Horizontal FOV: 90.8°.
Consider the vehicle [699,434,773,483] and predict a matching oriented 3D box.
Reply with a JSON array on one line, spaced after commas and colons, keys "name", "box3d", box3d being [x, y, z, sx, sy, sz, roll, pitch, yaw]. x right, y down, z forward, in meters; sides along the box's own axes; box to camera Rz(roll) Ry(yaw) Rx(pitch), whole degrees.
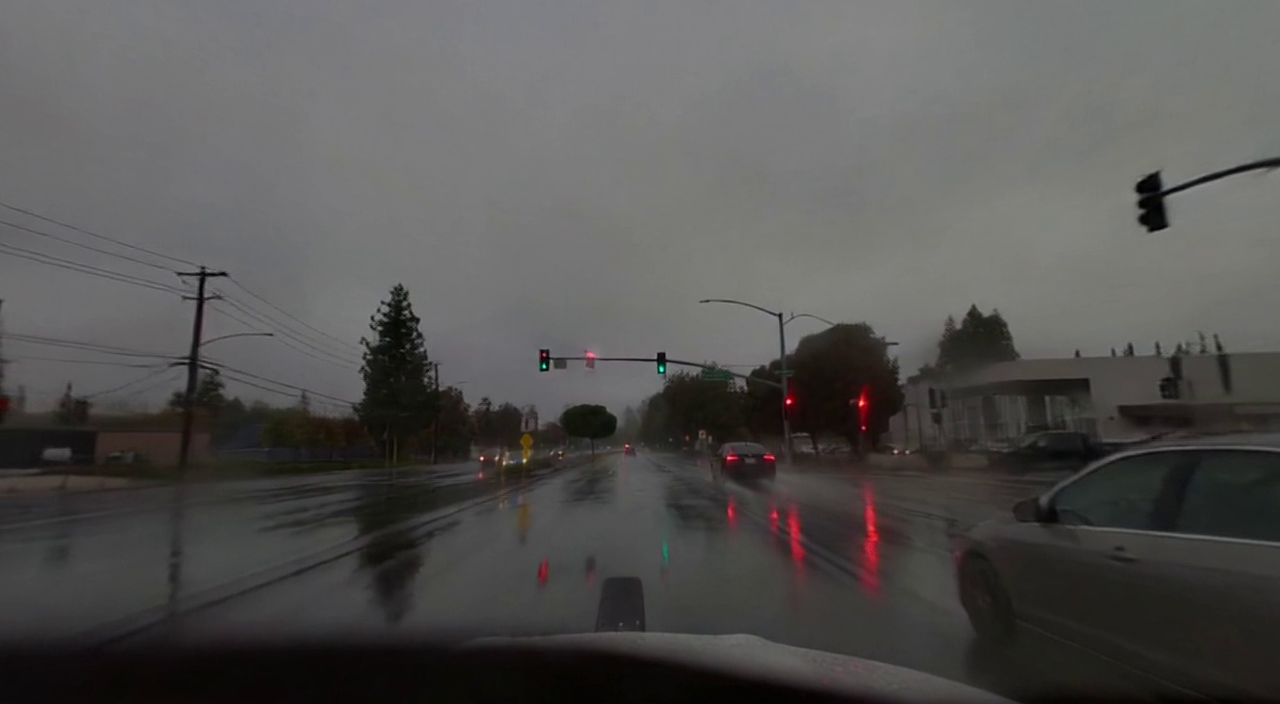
[{"name": "vehicle", "box3d": [3.628, 4.110, 24.671, 2.128, 1.699, 4.222, 0, -8, -1]}]

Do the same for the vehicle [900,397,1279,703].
[{"name": "vehicle", "box3d": [3.280, 1.038, 3.236, 2.004, 1.455, 4.417, 0, -8, 0]}]

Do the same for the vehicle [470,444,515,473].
[{"name": "vehicle", "box3d": [-9.097, 6.561, 39.324, 1.816, 1.478, 4.404, -2, -6, -1]}]
